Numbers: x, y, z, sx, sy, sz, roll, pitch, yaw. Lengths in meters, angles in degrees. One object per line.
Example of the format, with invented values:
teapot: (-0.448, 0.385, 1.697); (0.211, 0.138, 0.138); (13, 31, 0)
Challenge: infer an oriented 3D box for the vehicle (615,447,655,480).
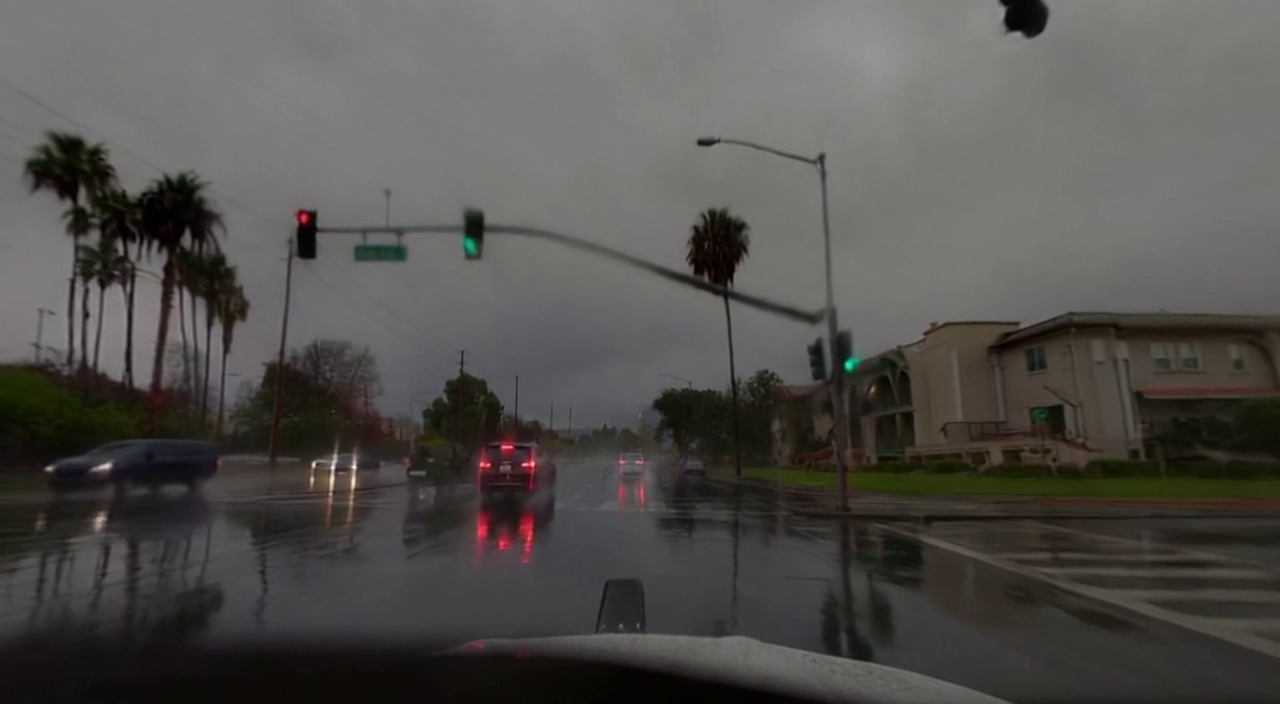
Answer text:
vehicle: (-0.324, 6.690, 38.007); (2.280, 1.803, 4.240); (0, -9, -1)

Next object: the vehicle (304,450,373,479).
vehicle: (-18.449, 6.882, 38.774); (2.064, 1.670, 4.242); (0, -9, 0)

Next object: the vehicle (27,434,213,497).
vehicle: (-17.779, 3.906, 22.007); (2.021, 1.917, 5.144); (0, -9, 0)

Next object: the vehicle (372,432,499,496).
vehicle: (-7.249, 4.106, 23.353); (2.457, 2.010, 6.330); (0, -9, 1)

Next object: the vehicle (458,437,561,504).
vehicle: (-3.856, 3.626, 19.571); (2.116, 1.806, 4.516); (0, -9, 1)

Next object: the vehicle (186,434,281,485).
vehicle: (-26.109, 6.930, 40.752); (2.512, 2.978, 5.172); (1, -9, 0)
